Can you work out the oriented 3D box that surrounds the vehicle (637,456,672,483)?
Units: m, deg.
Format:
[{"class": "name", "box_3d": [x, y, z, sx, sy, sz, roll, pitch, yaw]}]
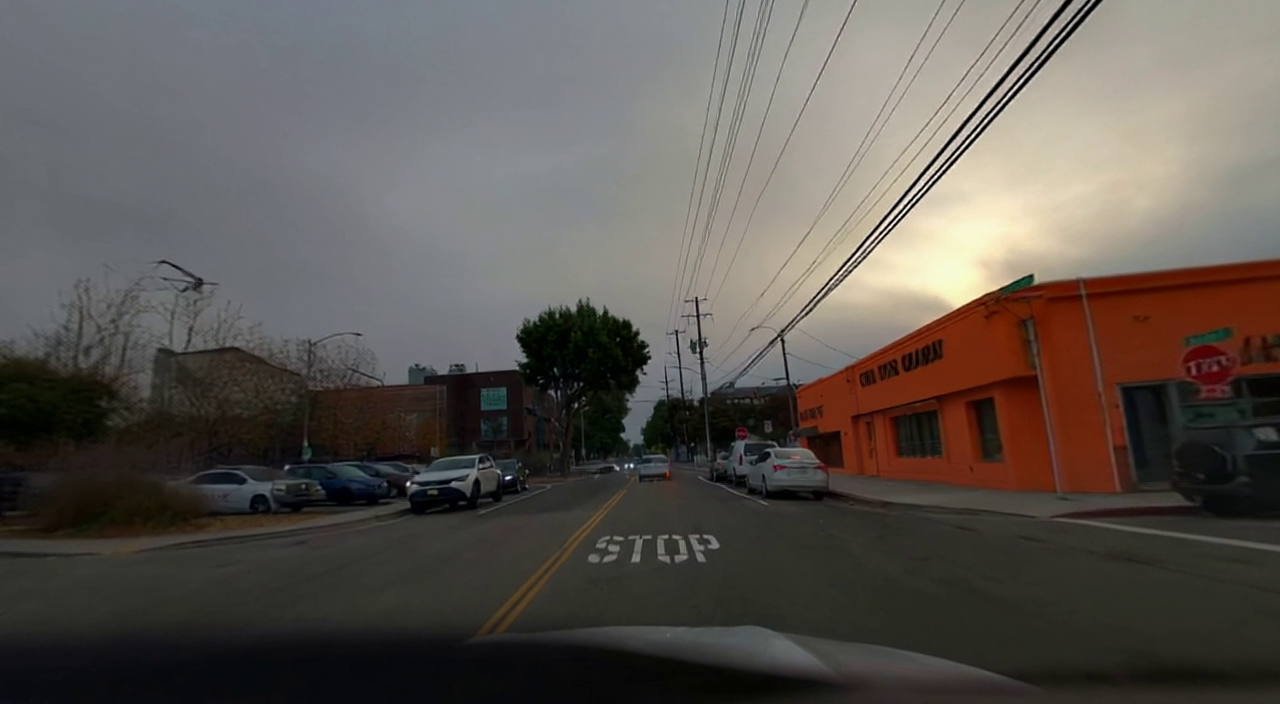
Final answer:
[{"class": "vehicle", "box_3d": [0.971, 7.211, 38.800, 2.033, 1.464, 4.645, 0, -8, 3]}]

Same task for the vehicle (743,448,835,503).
[{"class": "vehicle", "box_3d": [4.390, 3.678, 19.290, 1.840, 1.452, 4.517, 0, -8, 2]}]

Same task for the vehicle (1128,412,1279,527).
[{"class": "vehicle", "box_3d": [11.558, 1.908, 10.511, 5.255, 1.688, 1.994, 1, -9, -4]}]

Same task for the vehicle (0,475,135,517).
[{"class": "vehicle", "box_3d": [-23.073, 5.627, 24.767, 4.660, 1.488, 1.930, 0, -8, -2]}]

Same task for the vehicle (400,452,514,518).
[{"class": "vehicle", "box_3d": [-5.625, 4.115, 20.185, 2.146, 1.775, 5.117, 0, -8, -1]}]

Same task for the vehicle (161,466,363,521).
[{"class": "vehicle", "box_3d": [-11.567, 4.347, 19.604, 4.968, 1.493, 1.961, 0, -8, -2]}]
